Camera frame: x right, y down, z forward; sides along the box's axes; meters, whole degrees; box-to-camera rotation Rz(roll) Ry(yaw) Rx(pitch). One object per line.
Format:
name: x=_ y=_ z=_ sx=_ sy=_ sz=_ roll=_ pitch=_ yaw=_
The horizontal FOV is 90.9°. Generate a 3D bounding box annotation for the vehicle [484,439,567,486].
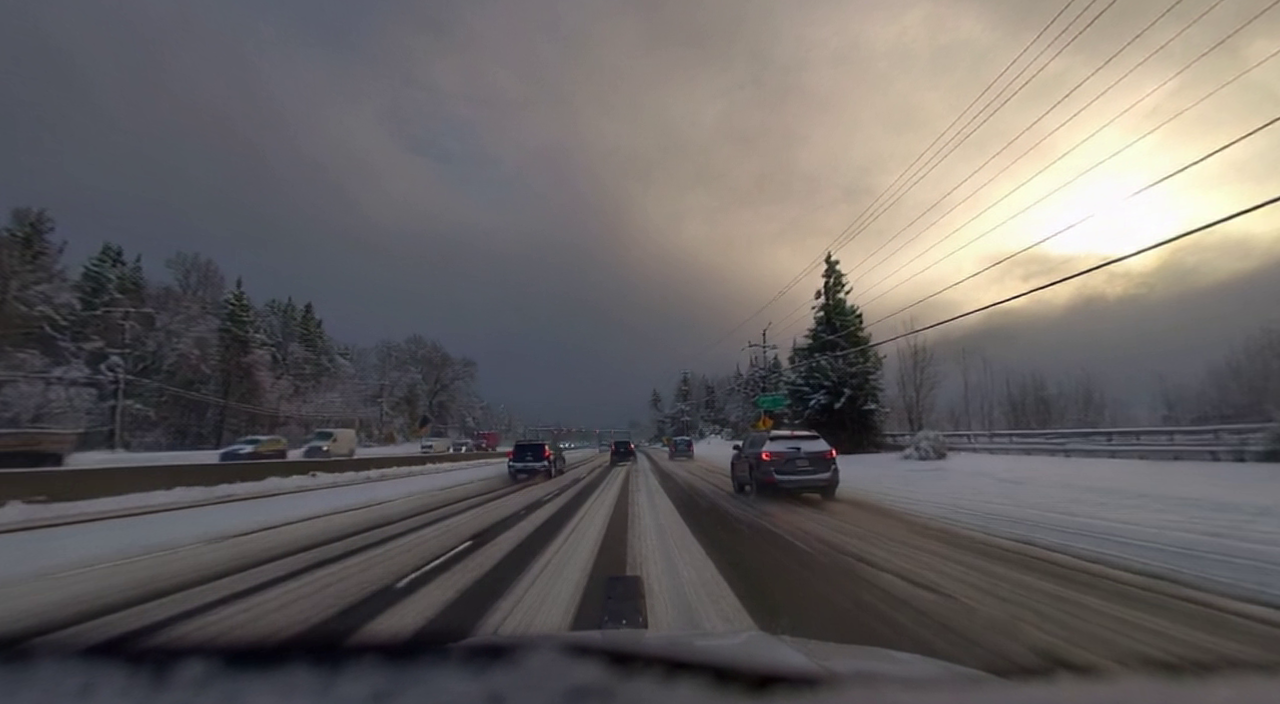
vehicle: x=-4.165 y=4.095 z=23.822 sx=2.091 sy=1.562 sz=5.220 roll=0 pitch=-9 yaw=1

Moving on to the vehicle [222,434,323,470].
vehicle: x=-16.818 y=4.603 z=29.186 sx=1.984 sy=1.524 sz=4.452 roll=0 pitch=-9 yaw=0

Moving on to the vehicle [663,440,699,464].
vehicle: x=2.970 y=7.414 z=46.926 sx=2.099 sy=1.720 sz=4.829 roll=1 pitch=-9 yaw=-3

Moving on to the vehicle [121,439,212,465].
vehicle: x=-28.081 y=5.933 z=37.622 sx=1.785 sy=1.445 sz=4.699 roll=0 pitch=-8 yaw=-1

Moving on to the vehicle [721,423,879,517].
vehicle: x=3.288 y=2.555 z=14.172 sx=2.102 sy=1.723 sz=4.745 roll=1 pitch=-9 yaw=-3

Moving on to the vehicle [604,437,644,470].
vehicle: x=-0.947 y=5.890 z=36.758 sx=2.192 sy=1.769 sz=4.287 roll=0 pitch=-9 yaw=-1
